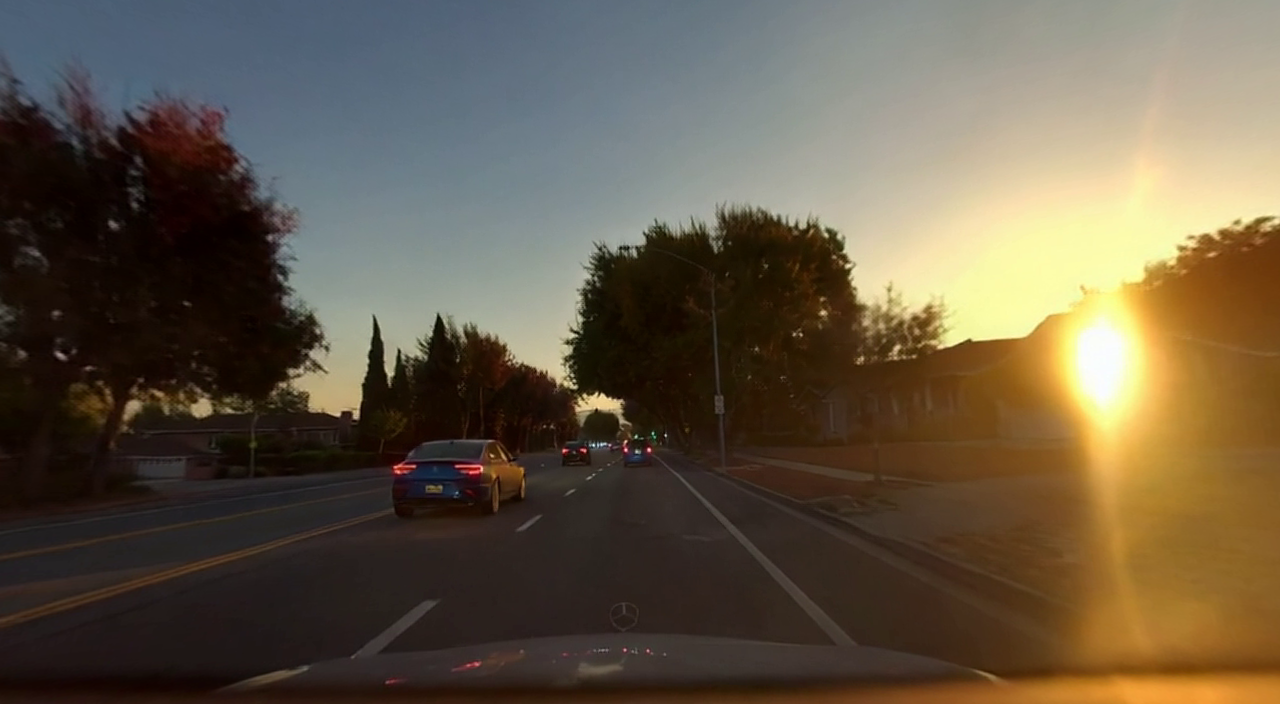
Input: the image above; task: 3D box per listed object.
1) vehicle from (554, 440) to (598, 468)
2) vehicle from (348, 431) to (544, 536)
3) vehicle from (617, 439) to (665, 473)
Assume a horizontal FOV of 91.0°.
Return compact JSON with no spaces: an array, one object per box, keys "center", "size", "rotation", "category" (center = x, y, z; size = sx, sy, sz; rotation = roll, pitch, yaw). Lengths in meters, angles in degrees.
[{"center":[-3.617,5.880,36.490],"size":[2.114,1.500,3.912],"rotation":[0,-8,0],"category":"vehicle"},{"center":[-3.075,2.188,11.122],"size":[2.030,1.467,4.403],"rotation":[0,-8,0],"category":"vehicle"},{"center":[0.040,4.815,29.443],"size":[2.065,1.456,4.099],"rotation":[0,-8,0],"category":"vehicle"}]
